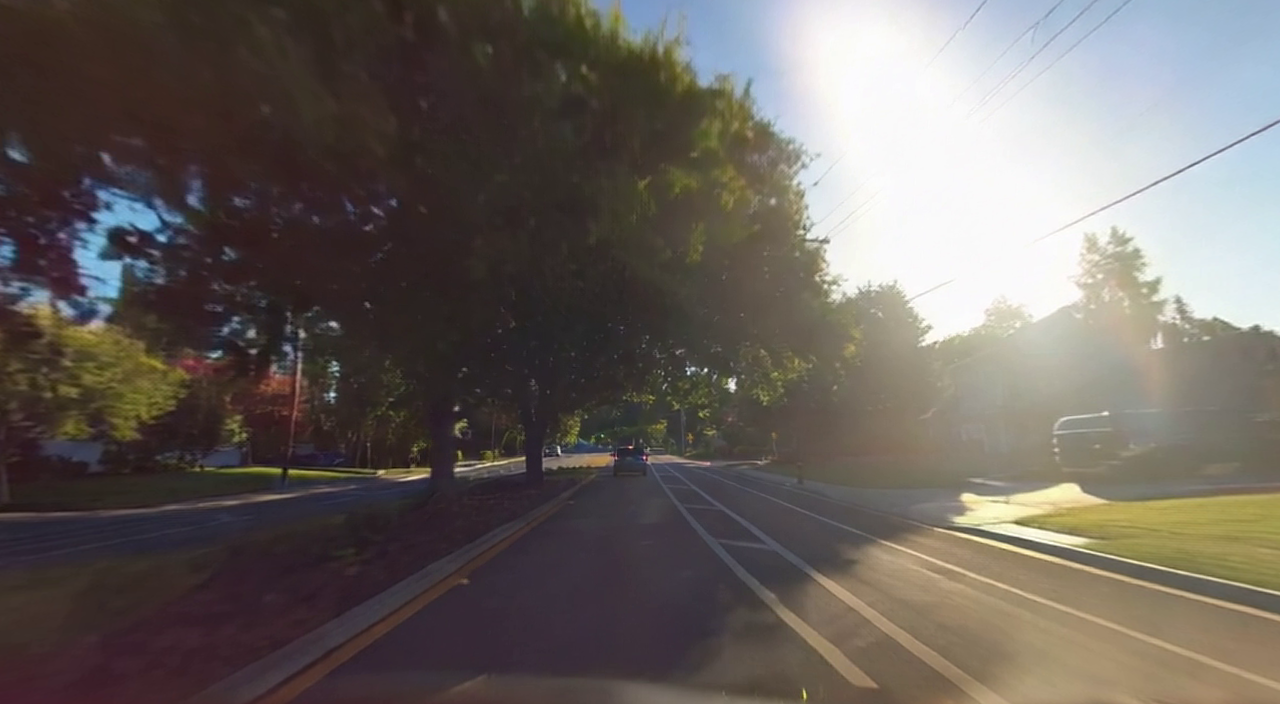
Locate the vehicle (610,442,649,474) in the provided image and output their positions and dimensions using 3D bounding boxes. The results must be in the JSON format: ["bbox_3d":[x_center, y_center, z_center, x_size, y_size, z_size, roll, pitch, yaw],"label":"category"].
[{"bbox_3d":[-0.581,6.077,36.393,2.139,1.699,3.916,0,-9,-1],"label":"vehicle"}]
